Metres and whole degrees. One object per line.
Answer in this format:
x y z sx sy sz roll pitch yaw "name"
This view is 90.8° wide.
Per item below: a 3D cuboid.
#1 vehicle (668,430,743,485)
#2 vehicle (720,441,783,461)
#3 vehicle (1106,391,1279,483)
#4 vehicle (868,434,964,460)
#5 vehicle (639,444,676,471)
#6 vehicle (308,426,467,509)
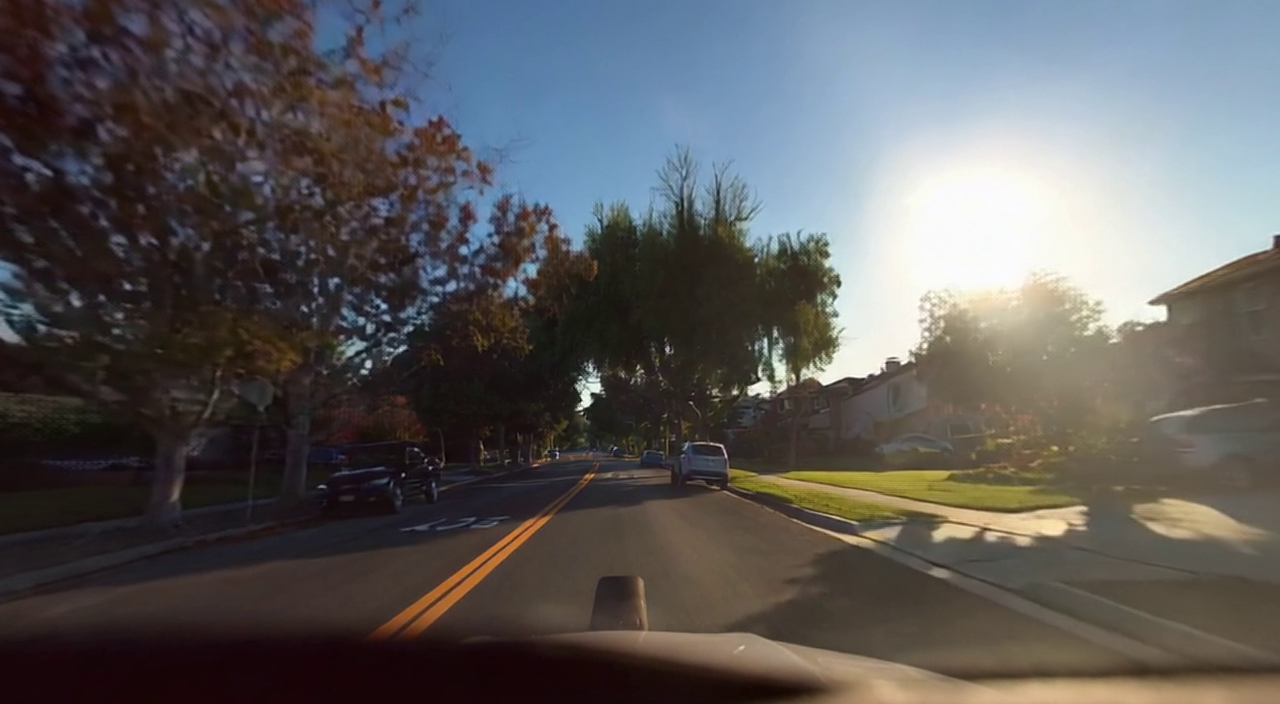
2.169 3.643 22.135 2.007 1.702 4.430 0 -8 -2 "vehicle"
8.719 7.762 49.715 4.472 1.481 2.143 0 -9 -3 "vehicle"
13.512 1.861 13.814 4.938 1.830 2.024 0 -9 1 "vehicle"
15.657 5.394 35.987 4.560 1.350 1.882 -1 -8 2 "vehicle"
1.064 6.870 41.349 1.988 1.618 4.567 0 -8 -4 "vehicle"
-6.403 3.053 16.961 2.102 1.801 5.574 -1 -10 -2 "vehicle"
